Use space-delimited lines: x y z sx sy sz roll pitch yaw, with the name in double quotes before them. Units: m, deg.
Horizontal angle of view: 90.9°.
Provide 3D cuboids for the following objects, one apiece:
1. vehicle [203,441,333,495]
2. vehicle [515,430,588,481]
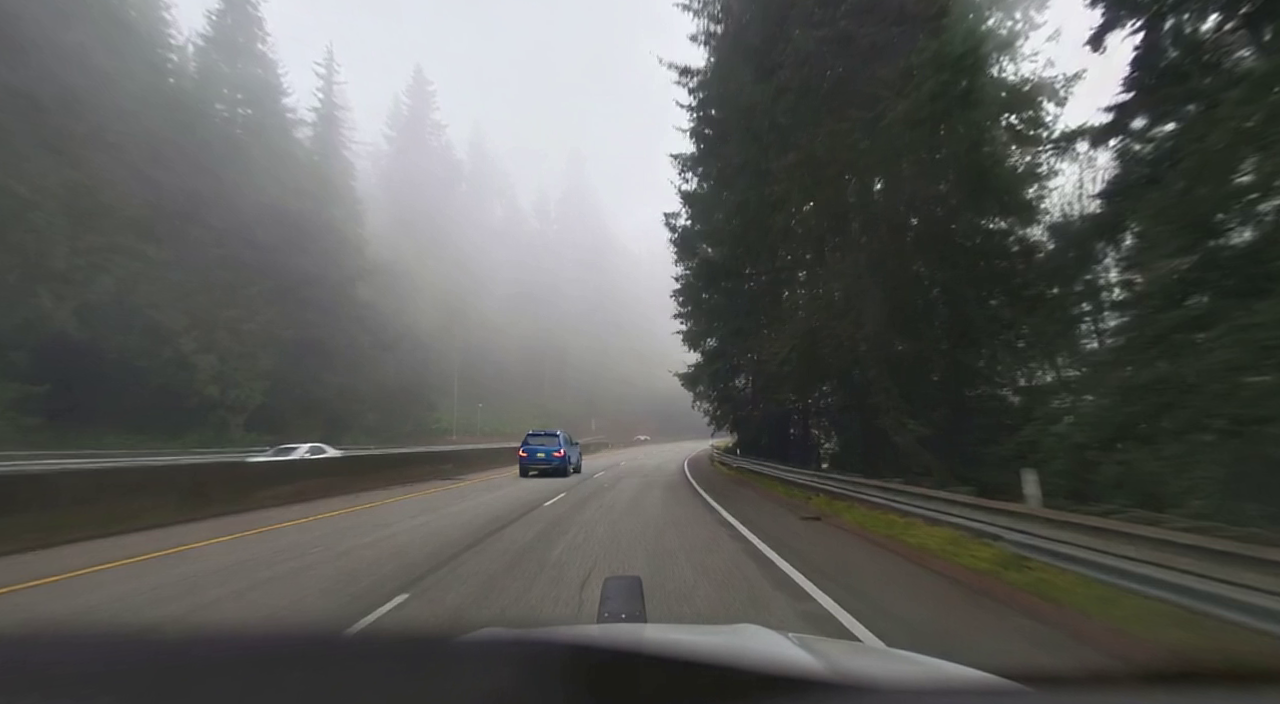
"vehicle" -13.053 4.062 22.488 1.954 1.700 4.211 -1 -8 2
"vehicle" -3.281 3.952 24.316 2.005 1.752 4.479 -1 -8 2
